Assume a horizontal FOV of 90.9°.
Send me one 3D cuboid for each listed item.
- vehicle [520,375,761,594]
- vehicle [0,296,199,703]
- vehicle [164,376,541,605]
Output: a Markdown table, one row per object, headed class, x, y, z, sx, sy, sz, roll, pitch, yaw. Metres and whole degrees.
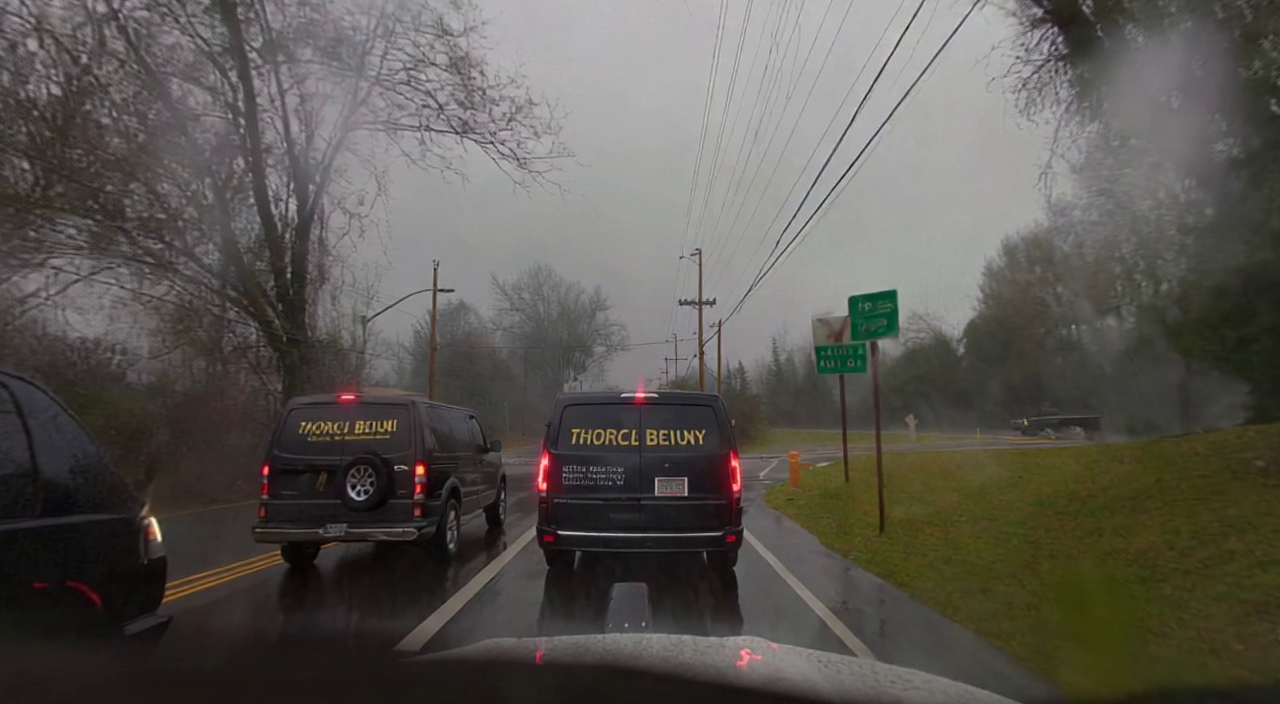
| class | x | y | z | sx | sy | sz | roll | pitch | yaw |
| --- | --- | --- | --- | --- | --- | --- | --- | --- | --- |
| vehicle | 0.110 | 1.468 | 7.688 | 2.117 | 1.911 | 4.095 | -1 | -8 | 3 |
| vehicle | -3.110 | 0.484 | 0.240 | 2.160 | 1.796 | 4.997 | 0 | -8 | 1 |
| vehicle | -2.752 | 1.481 | 7.619 | 2.109 | 1.851 | 4.749 | -1 | -8 | 3 |
